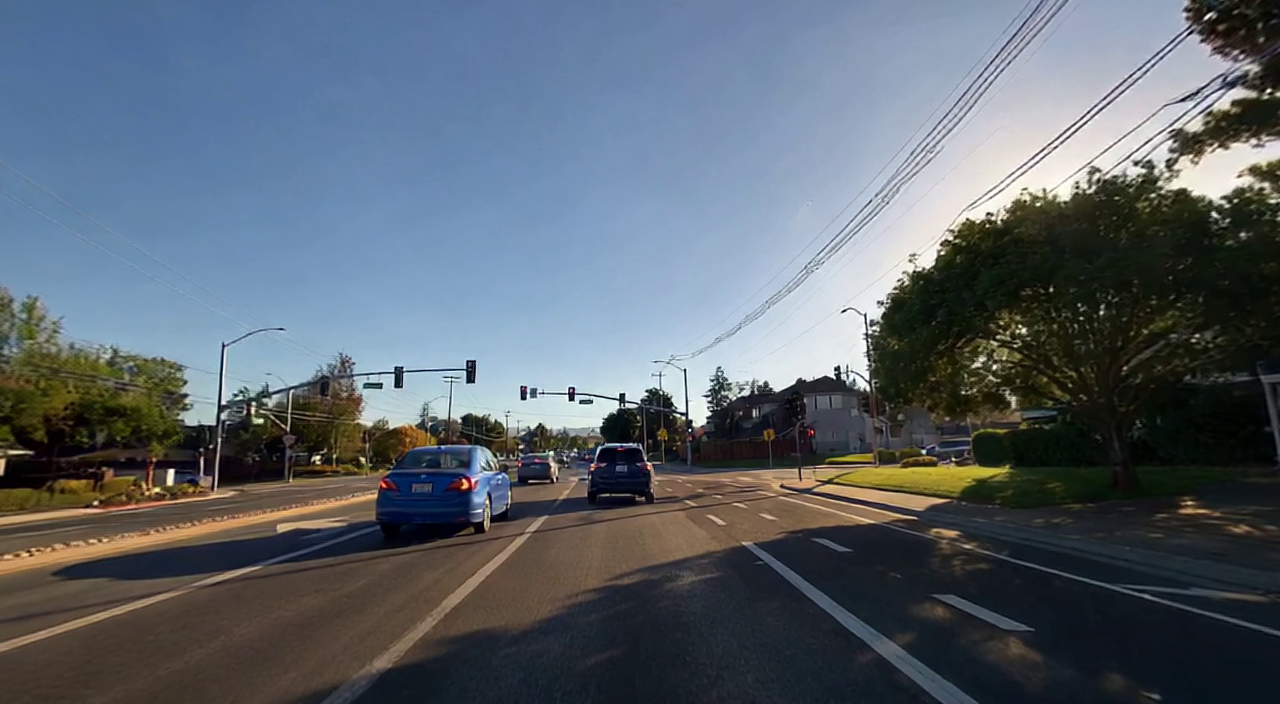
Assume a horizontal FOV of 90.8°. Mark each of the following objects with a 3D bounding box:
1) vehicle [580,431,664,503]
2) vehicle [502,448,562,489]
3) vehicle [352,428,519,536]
[{"bbox_3d":[-0.541,3.281,18.444,2.155,1.836,4.250,0,-9,-2],"label":"vehicle"},{"bbox_3d":[-4.172,4.563,25.099,1.863,1.449,4.153,0,-9,-3],"label":"vehicle"},{"bbox_3d":[-3.622,2.369,12.095,1.899,1.685,4.121,0,-9,-2],"label":"vehicle"}]
